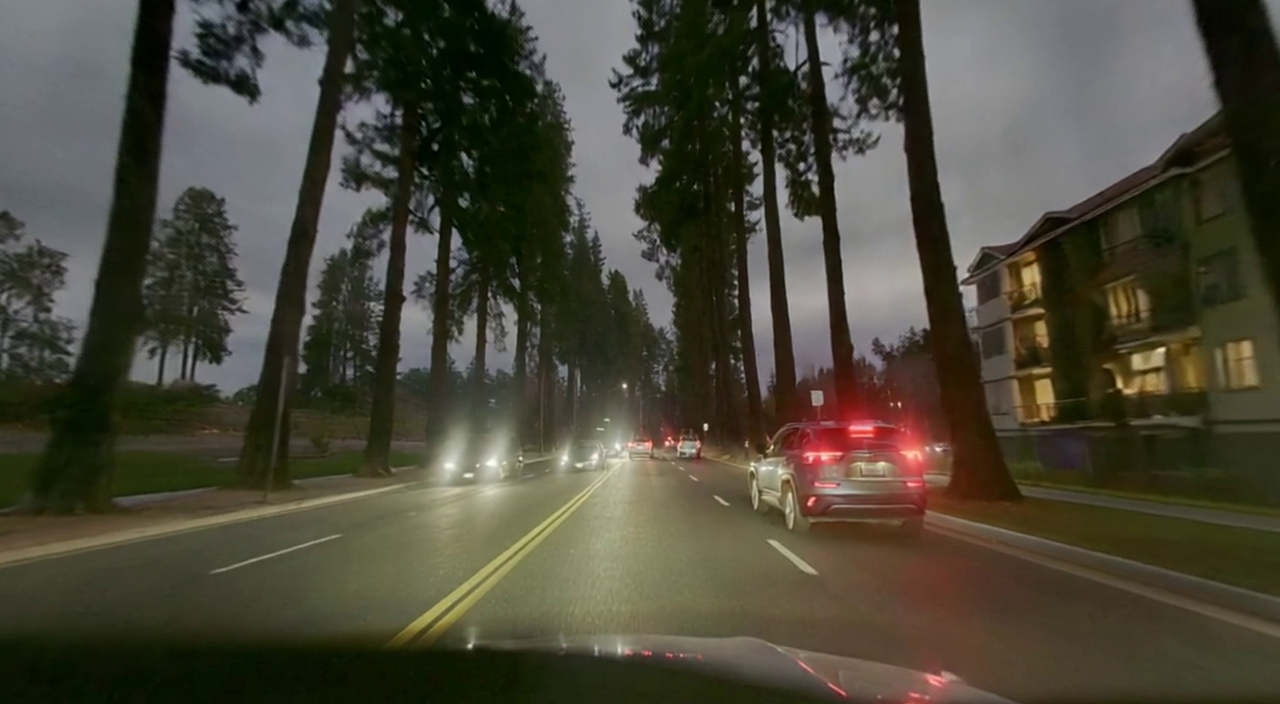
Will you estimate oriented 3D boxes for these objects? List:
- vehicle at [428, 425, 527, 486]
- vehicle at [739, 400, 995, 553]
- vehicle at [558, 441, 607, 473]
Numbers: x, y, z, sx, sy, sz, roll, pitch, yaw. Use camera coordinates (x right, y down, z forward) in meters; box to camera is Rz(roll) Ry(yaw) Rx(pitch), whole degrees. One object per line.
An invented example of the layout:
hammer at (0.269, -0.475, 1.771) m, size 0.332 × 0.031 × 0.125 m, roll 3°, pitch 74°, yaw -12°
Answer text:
vehicle at (-5.959, 3.891, 23.914) m, size 2.200 × 2.041 × 5.550 m, roll 0°, pitch -8°, yaw 1°
vehicle at (3.227, 1.922, 10.398) m, size 2.219 × 1.881 × 5.104 m, roll 0°, pitch -8°, yaw -1°
vehicle at (-2.660, 4.951, 29.950) m, size 1.941 × 1.409 × 3.975 m, roll 0°, pitch -8°, yaw 0°
